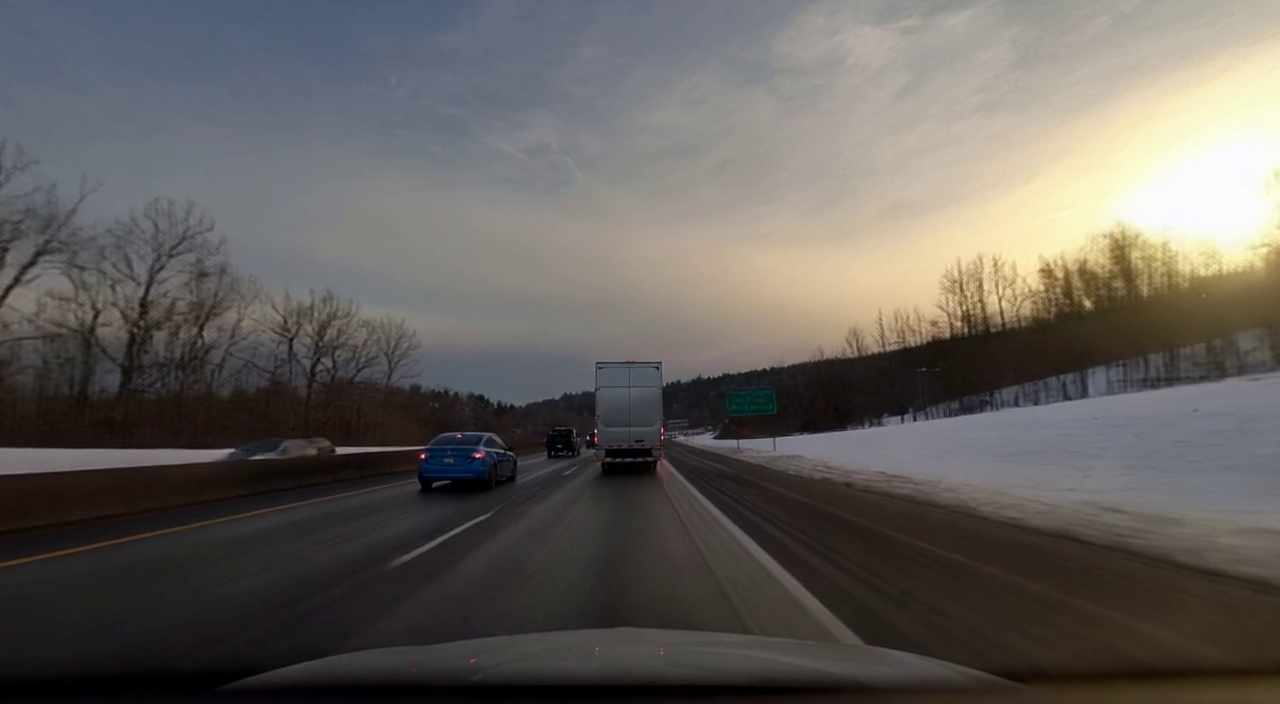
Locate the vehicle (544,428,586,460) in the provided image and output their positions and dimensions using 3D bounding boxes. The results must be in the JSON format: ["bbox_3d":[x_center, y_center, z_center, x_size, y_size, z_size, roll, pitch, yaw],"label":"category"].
[{"bbox_3d":[-4.590,5.681,39.047,2.019,1.834,4.644,0,-8,0],"label":"vehicle"}]

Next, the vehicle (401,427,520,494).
[{"bbox_3d":[-4.643,2.855,17.035,1.931,1.539,4.441,0,-8,0],"label":"vehicle"}]

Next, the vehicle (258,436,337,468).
[{"bbox_3d":[-18.710,5.434,34.565,1.960,1.644,4.246,0,-8,-1],"label":"vehicle"}]

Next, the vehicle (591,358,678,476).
[{"bbox_3d":[-0.315,2.874,26.638,2.953,4.041,10.072,0,-8,-1],"label":"vehicle"}]
